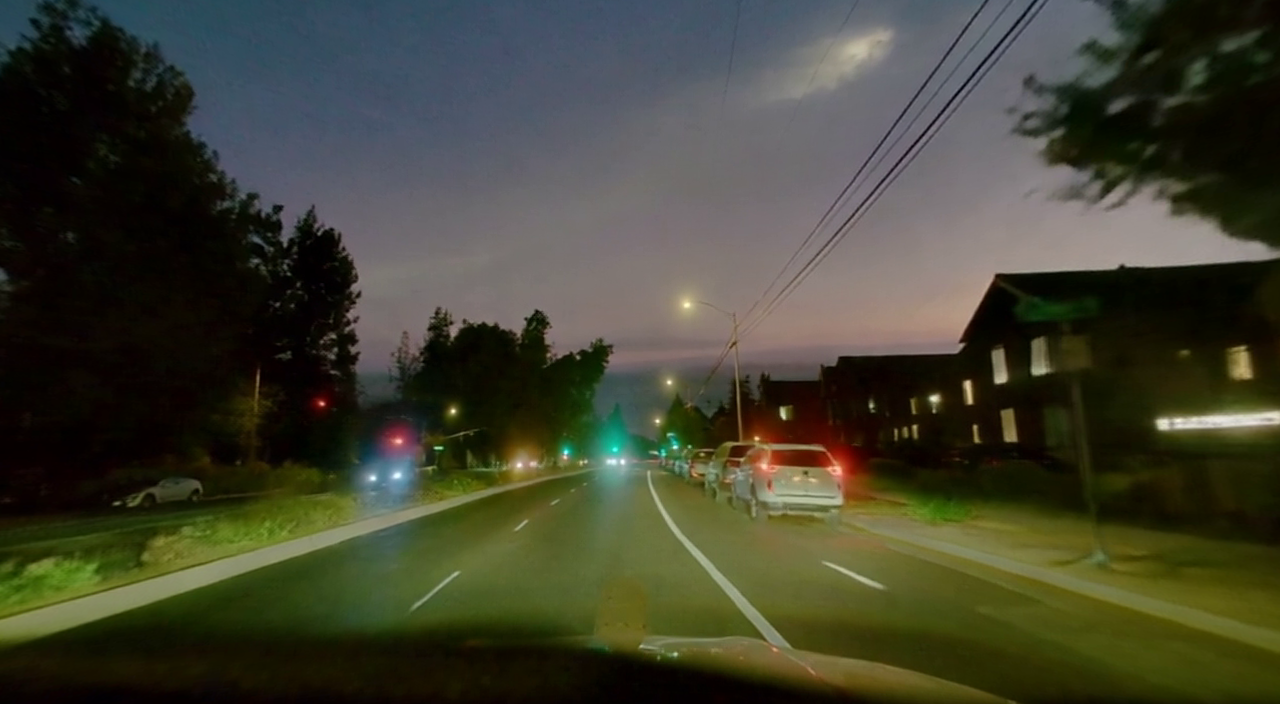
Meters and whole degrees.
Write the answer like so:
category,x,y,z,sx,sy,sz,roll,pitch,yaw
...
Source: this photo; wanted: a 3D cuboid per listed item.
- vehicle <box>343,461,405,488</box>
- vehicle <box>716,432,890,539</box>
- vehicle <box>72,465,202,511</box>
category,x,y,z,sx,sy,sz,roll,pitch,yaw
vehicle,-17.278,7.973,41.229,1.946,1.492,4.794,0,-8,0
vehicle,3.012,2.596,13.060,2.078,1.738,5.133,0,-8,-2
vehicle,-25.154,6.789,31.883,2.305,1.919,5.187,0,-8,-1
